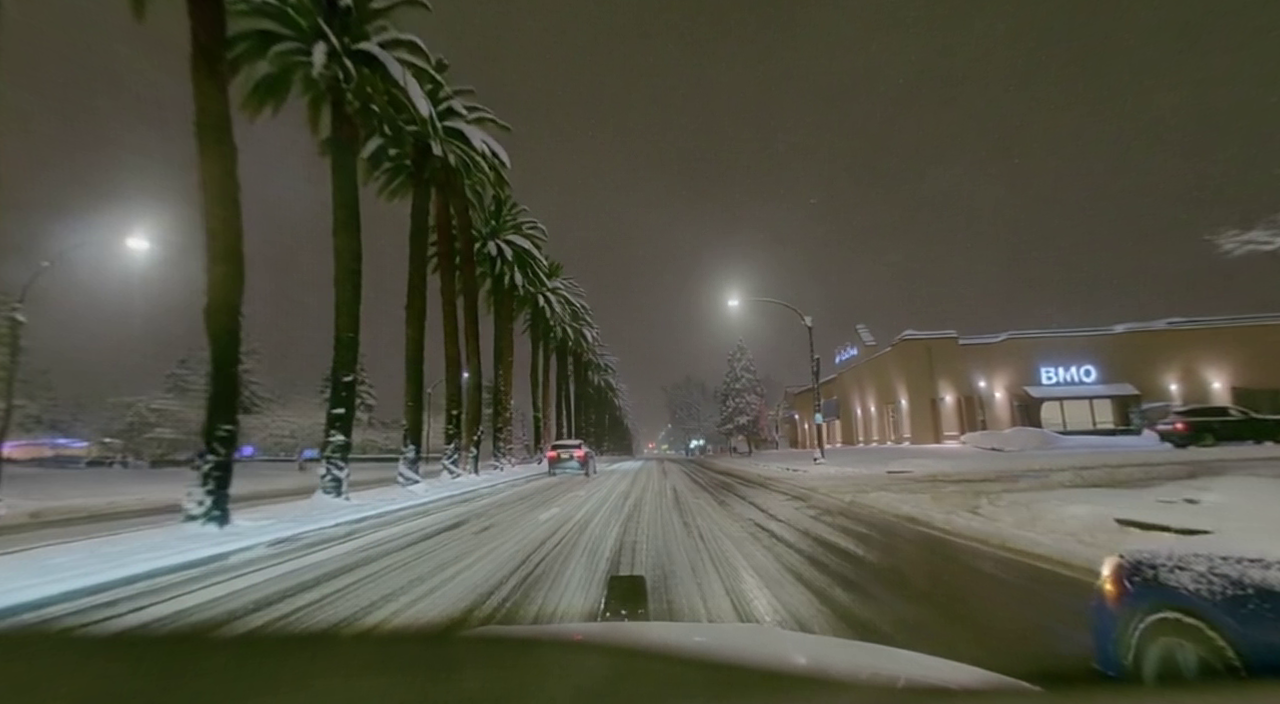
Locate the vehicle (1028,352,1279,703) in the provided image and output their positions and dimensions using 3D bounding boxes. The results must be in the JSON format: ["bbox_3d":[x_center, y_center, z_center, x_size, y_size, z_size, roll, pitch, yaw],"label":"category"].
[{"bbox_3d":[2.787,0.616,0.808,1.946,1.513,4.133,0,-8,0],"label":"vehicle"}]

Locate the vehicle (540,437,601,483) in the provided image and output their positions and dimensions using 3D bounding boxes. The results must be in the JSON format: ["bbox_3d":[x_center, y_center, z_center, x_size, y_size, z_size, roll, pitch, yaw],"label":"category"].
[{"bbox_3d":[-2.835,4.526,26.669,1.998,1.743,4.402,0,-8,1],"label":"vehicle"}]
